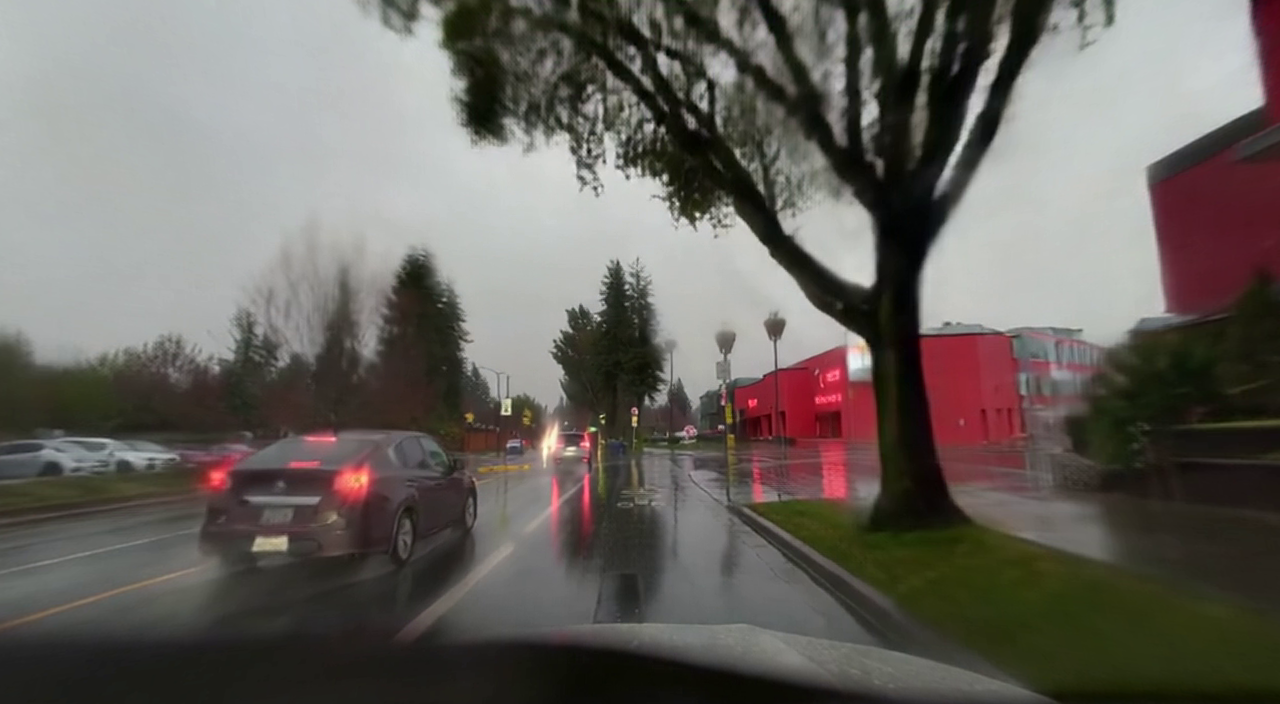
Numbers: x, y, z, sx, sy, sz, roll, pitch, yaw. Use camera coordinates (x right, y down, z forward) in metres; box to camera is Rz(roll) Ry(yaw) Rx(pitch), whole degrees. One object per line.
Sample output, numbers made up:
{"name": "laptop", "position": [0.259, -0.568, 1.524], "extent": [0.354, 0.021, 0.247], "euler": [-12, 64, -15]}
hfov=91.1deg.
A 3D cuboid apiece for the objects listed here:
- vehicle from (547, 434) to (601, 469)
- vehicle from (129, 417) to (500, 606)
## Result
{"name": "vehicle", "position": [-2.925, 4.486, 28.654], "extent": [1.962, 1.424, 4.289], "euler": [0, -8, 1]}
{"name": "vehicle", "position": [-3.072, 1.558, 7.208], "extent": [1.853, 1.478, 4.381], "euler": [0, -8, 1]}
